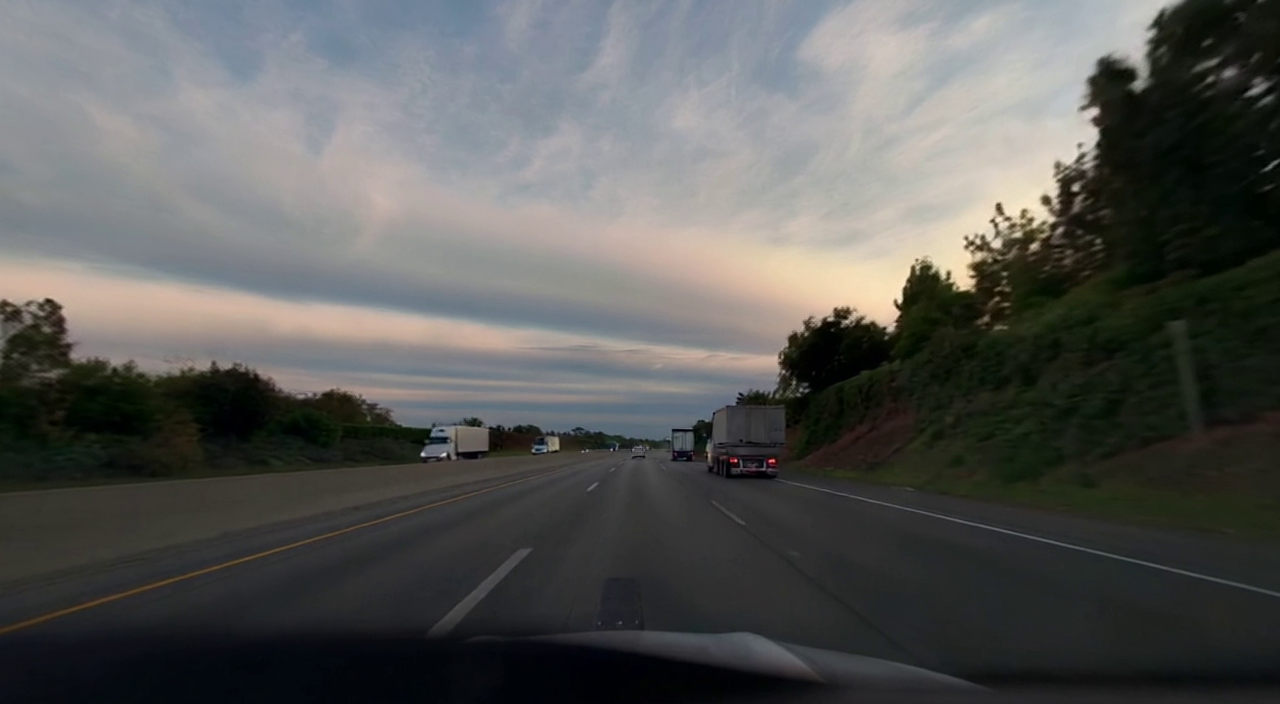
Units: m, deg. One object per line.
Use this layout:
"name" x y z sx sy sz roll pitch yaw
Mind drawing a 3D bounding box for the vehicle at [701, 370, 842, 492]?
"vehicle" 4.576 3.248 24.843 3.032 3.785 10.333 0 -9 -2
